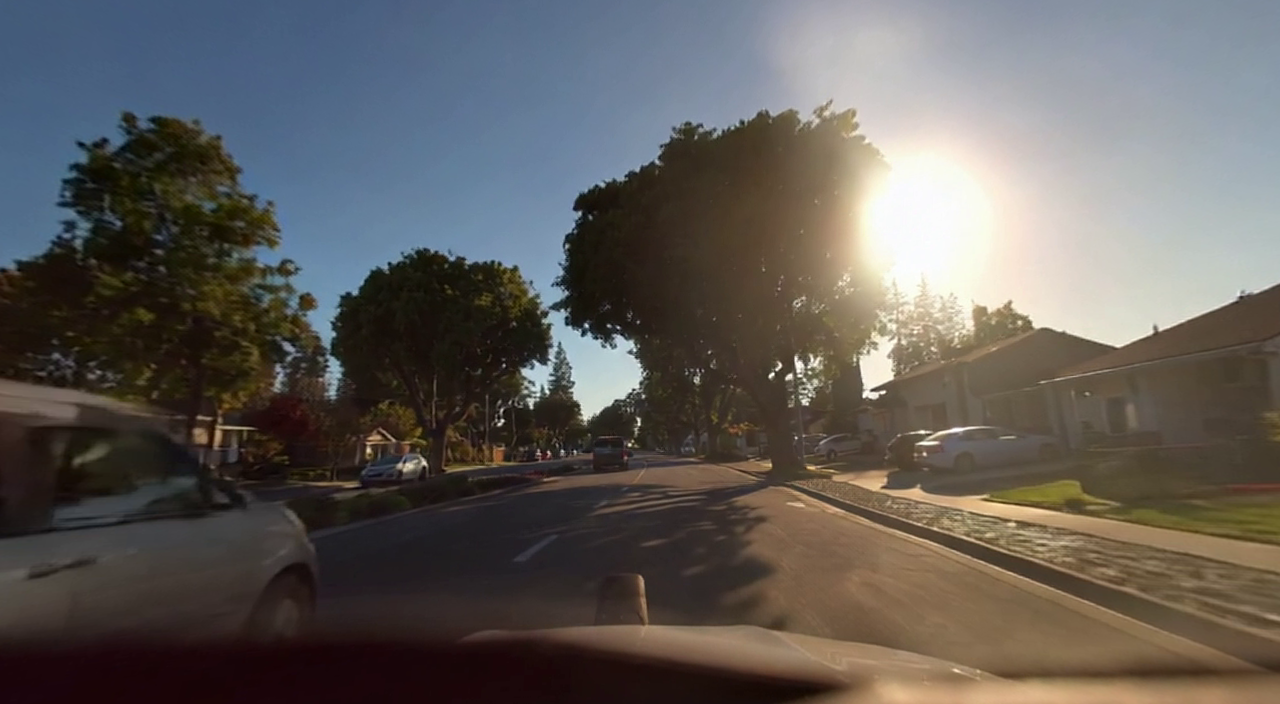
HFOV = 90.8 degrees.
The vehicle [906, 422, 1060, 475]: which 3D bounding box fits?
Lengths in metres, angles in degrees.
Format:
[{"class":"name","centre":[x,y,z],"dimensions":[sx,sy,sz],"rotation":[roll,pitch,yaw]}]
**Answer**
[{"class":"vehicle","centre":[11.917,3.375,22.201],"dimensions":[4.249,1.550,1.843],"rotation":[-3,-8,3]}]

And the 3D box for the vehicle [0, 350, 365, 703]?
[{"class":"vehicle","centre":[-2.929,0.768,1.607],"dimensions":[2.205,1.590,4.852],"rotation":[0,-9,1]}]

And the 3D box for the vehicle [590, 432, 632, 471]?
[{"class":"vehicle","centre":[-1.622,5.832,37.167],"dimensions":[2.085,2.084,5.133],"rotation":[0,-9,2]}]

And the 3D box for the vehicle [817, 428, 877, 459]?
[{"class":"vehicle","centre":[12.970,5.785,39.898],"dimensions":[2.138,1.850,4.930],"rotation":[0,-9,0]}]

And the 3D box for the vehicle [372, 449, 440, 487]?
[{"class":"vehicle","centre":[-12.321,6.083,33.551],"dimensions":[2.002,1.598,4.366],"rotation":[-5,-8,-1]}]

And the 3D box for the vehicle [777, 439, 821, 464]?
[{"class":"vehicle","centre":[10.079,6.345,40.410],"dimensions":[1.897,1.524,4.604],"rotation":[-1,-8,4]}]
